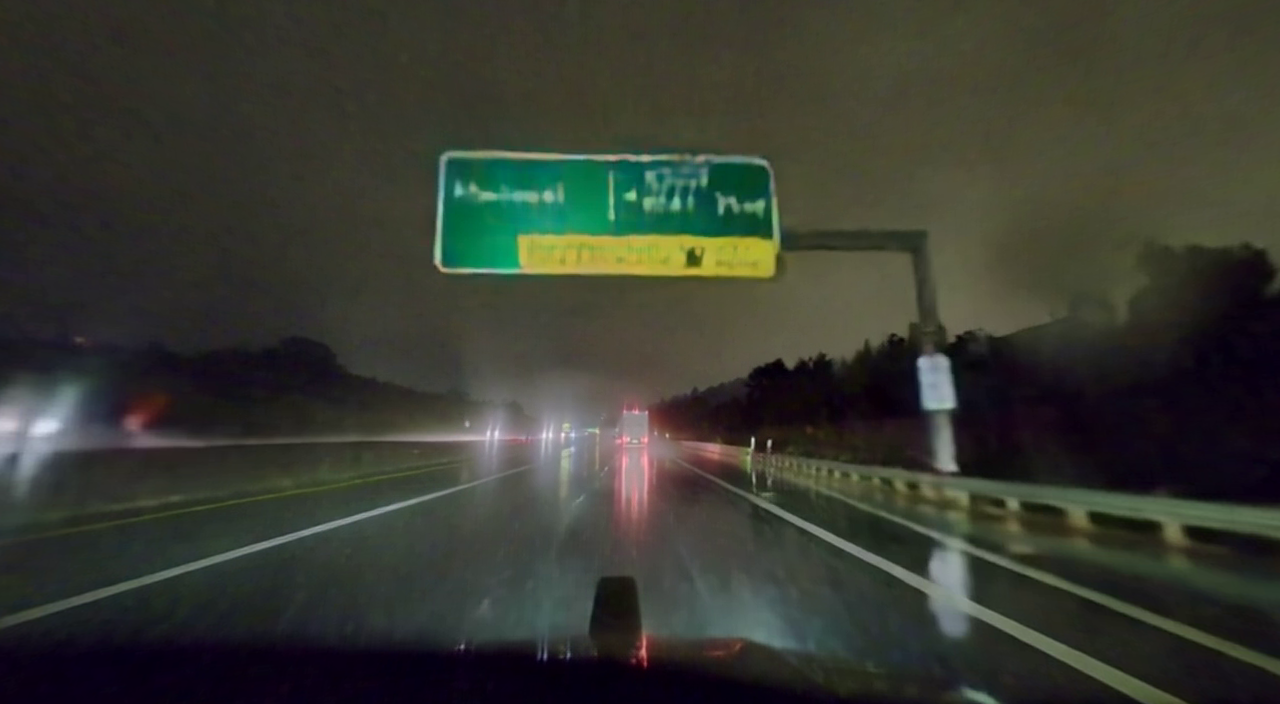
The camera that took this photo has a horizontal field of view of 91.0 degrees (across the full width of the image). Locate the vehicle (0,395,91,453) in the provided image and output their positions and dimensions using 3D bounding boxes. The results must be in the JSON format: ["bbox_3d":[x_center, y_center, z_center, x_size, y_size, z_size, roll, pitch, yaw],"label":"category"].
[{"bbox_3d":[-23.445,2.702,23.296,2.033,2.025,4.609,0,-8,-1],"label":"vehicle"}]
